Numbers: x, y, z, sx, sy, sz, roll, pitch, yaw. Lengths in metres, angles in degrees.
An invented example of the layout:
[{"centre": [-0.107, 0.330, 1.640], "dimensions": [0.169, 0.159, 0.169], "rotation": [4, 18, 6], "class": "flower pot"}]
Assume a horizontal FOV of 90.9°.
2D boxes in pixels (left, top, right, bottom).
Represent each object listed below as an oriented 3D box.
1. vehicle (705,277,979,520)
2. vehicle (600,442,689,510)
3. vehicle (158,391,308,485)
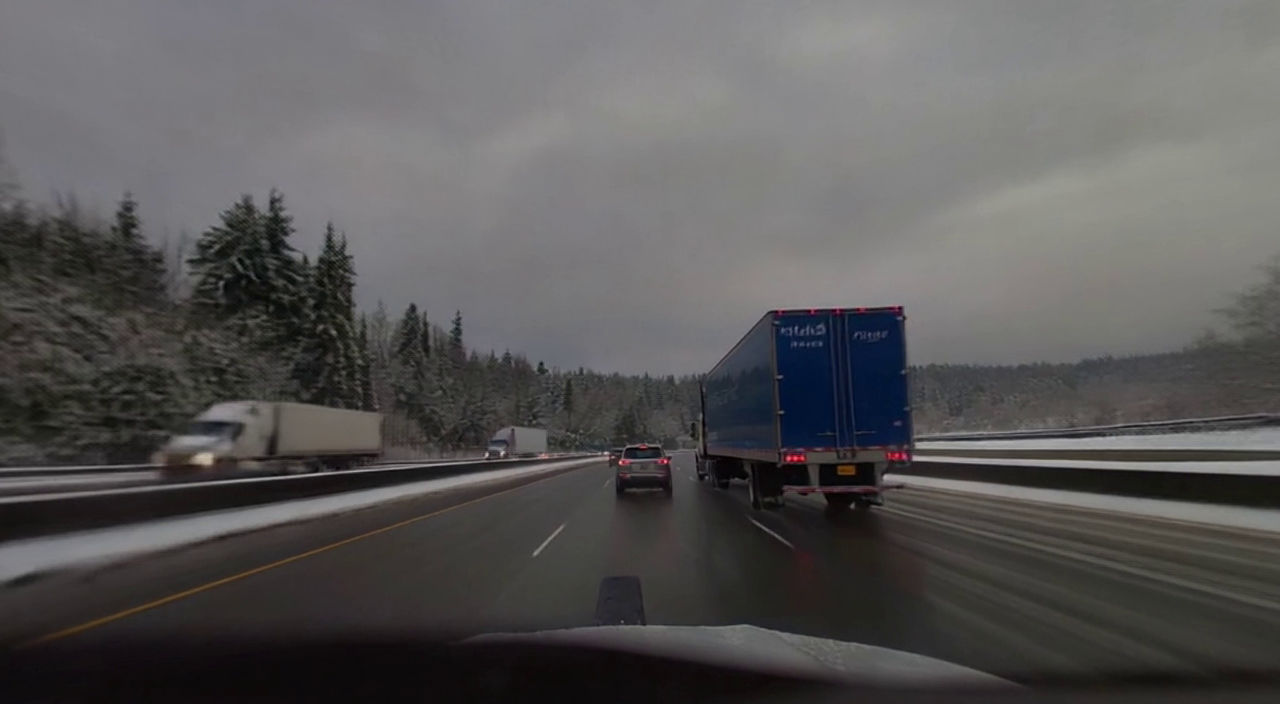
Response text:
[{"centre": [3.970, 1.804, 17.245], "dimensions": [2.960, 4.018, 13.834], "rotation": [0, -9, 0], "class": "vehicle"}, {"centre": [0.085, 3.221, 16.825], "dimensions": [2.039, 1.532, 4.610], "rotation": [0, -9, -1], "class": "vehicle"}, {"centre": [-19.106, 4.170, 30.166], "dimensions": [2.985, 3.989, 5.913], "rotation": [0, -9, 1], "class": "vehicle"}]
